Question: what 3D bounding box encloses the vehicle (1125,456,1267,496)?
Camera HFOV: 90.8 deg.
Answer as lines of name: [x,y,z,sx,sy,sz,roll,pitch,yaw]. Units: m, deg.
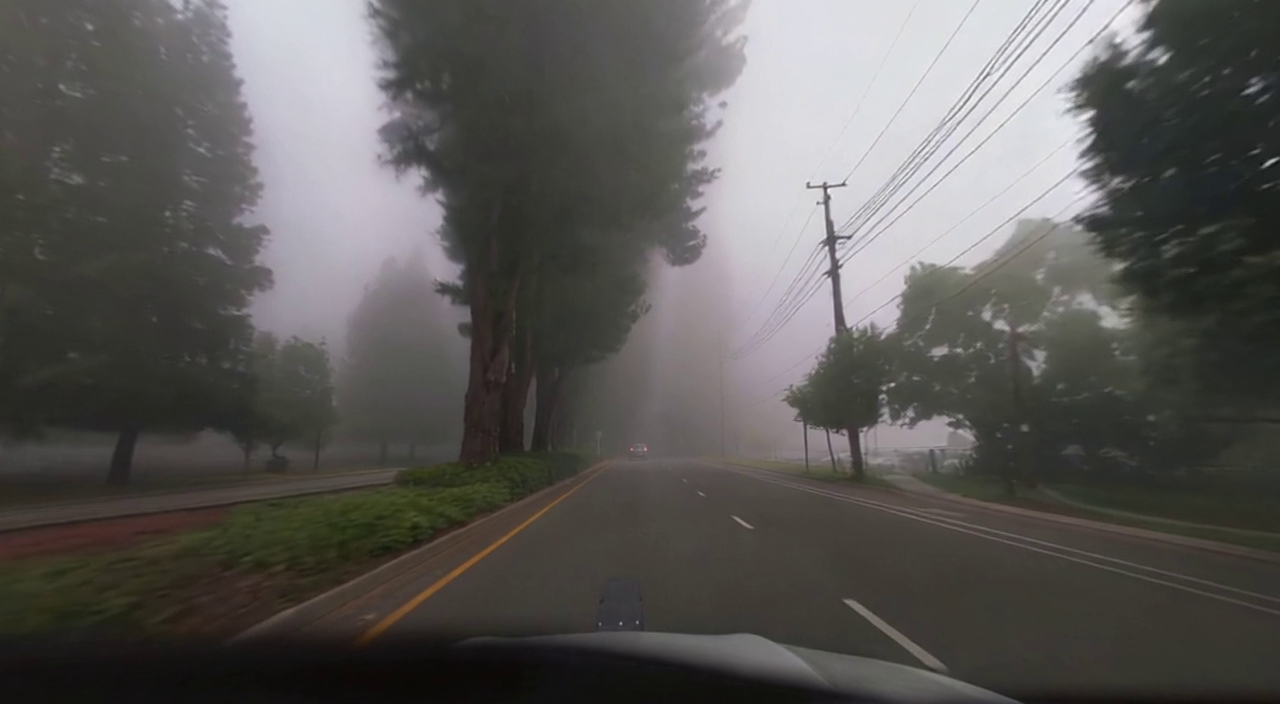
vehicle: [24.732,5.493,28.195,4.592,1.626,1.940,0,-9,-4]
